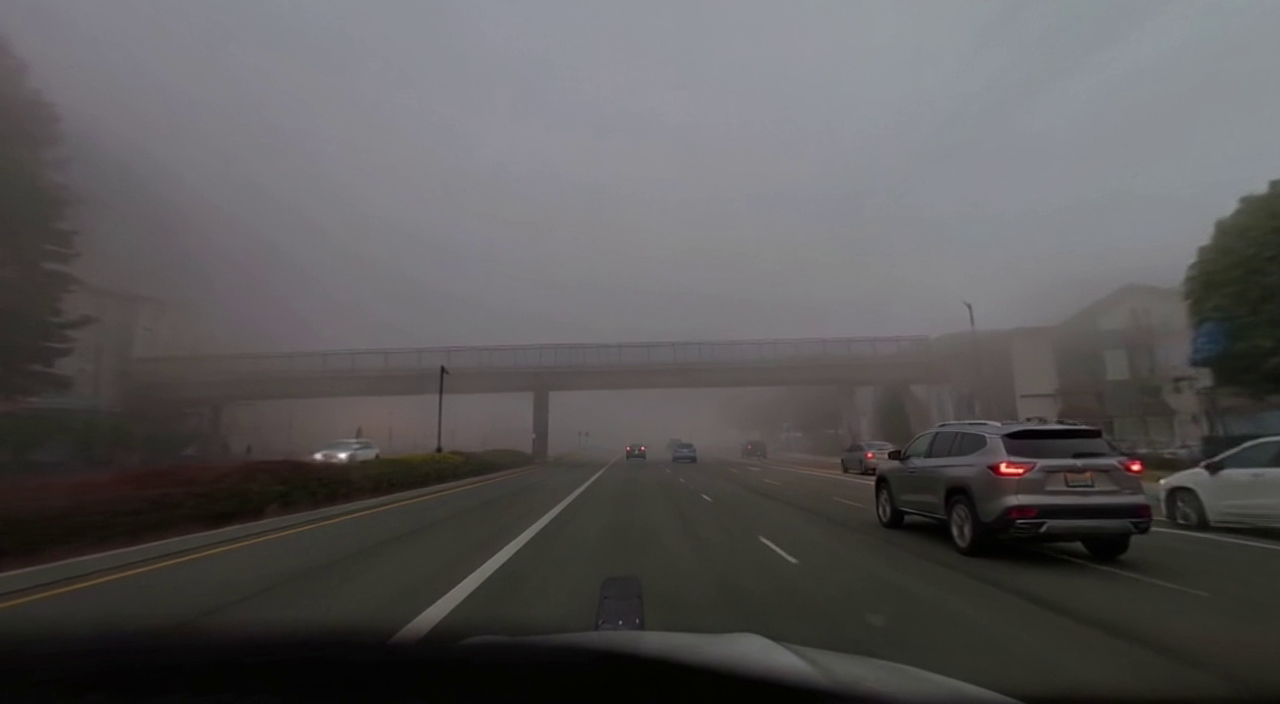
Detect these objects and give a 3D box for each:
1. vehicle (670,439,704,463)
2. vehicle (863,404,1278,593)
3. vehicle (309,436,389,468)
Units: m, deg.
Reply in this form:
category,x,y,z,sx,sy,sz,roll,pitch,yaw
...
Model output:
category,x,y,z,sx,sy,sz,roll,pitch,yaw
vehicle,3.436,7.358,46.935,2.165,1.708,3.928,0,-9,0
vehicle,4.835,1.711,8.273,2.130,1.741,4.665,0,-9,0
vehicle,-16.433,5.670,35.974,2.077,1.676,4.921,0,-9,2
